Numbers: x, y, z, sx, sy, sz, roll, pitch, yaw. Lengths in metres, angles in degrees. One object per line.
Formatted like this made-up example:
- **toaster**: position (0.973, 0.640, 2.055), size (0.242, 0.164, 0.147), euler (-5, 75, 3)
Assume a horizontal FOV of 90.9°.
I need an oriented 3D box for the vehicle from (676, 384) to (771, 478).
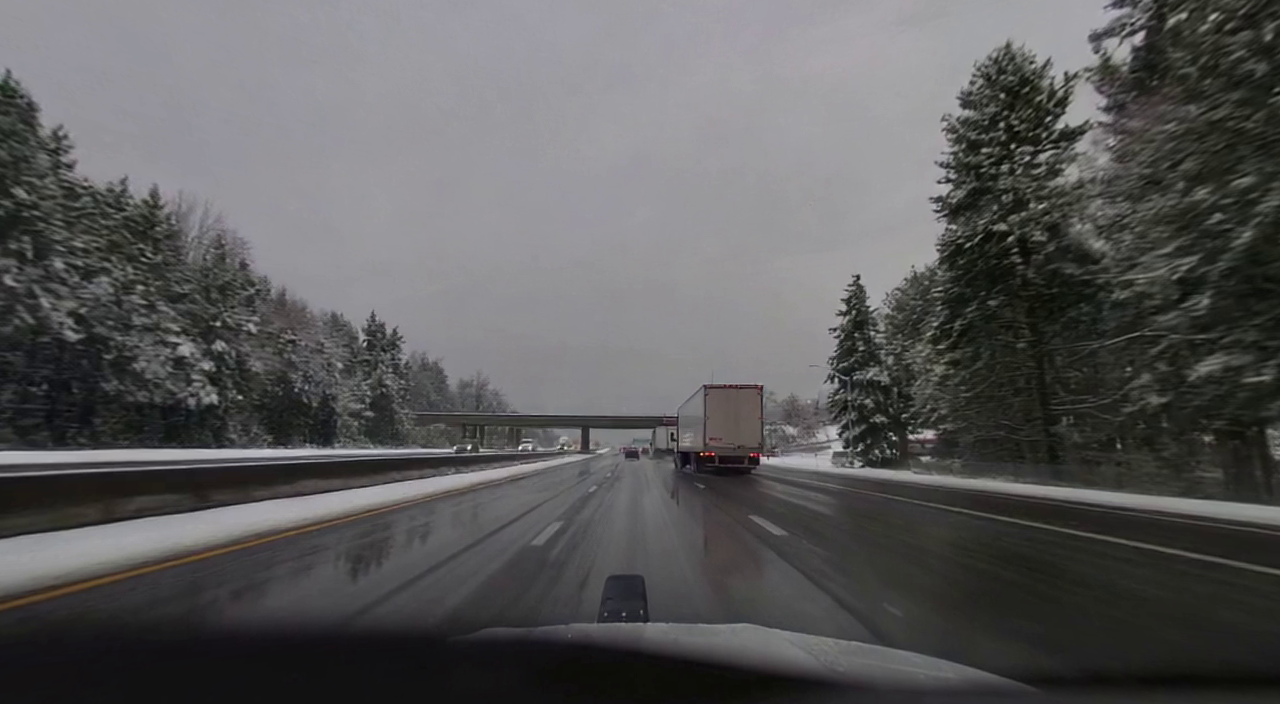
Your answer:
- **vehicle**: position (3.950, 4.421, 33.873), size (2.922, 3.987, 14.038), euler (0, -9, -1)
